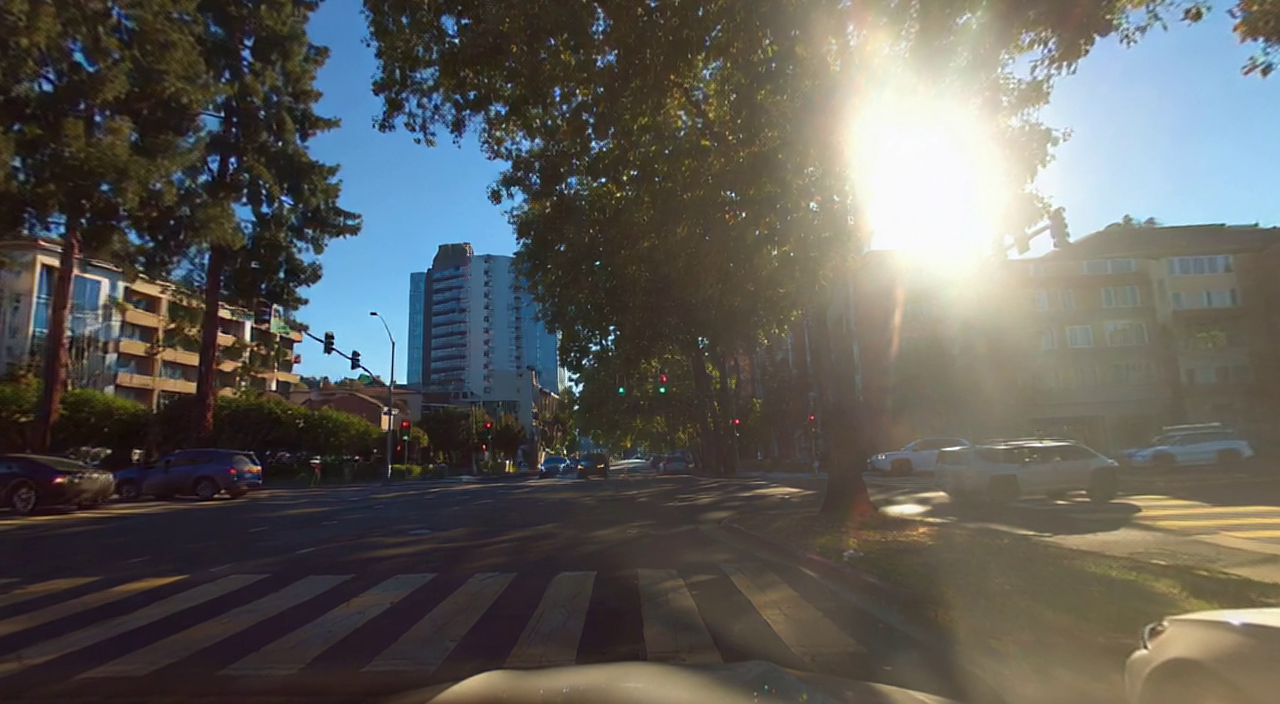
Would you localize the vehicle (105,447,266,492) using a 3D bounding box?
[{"bbox_3d":[-19.021,4.951,26.656,4.798,1.763,2.536,0,-10,0],"label":"vehicle"}]

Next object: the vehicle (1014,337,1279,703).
[{"bbox_3d":[3.496,0.762,2.070,2.227,1.705,4.719,-1,-8,9],"label":"vehicle"}]

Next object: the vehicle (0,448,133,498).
[{"bbox_3d":[-22.064,4.410,23.271,4.748,1.727,2.325,0,-8,1],"label":"vehicle"}]

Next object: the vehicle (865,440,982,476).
[{"bbox_3d":[15.627,5.883,35.140,5.220,1.897,2.596,0,-8,0],"label":"vehicle"}]
